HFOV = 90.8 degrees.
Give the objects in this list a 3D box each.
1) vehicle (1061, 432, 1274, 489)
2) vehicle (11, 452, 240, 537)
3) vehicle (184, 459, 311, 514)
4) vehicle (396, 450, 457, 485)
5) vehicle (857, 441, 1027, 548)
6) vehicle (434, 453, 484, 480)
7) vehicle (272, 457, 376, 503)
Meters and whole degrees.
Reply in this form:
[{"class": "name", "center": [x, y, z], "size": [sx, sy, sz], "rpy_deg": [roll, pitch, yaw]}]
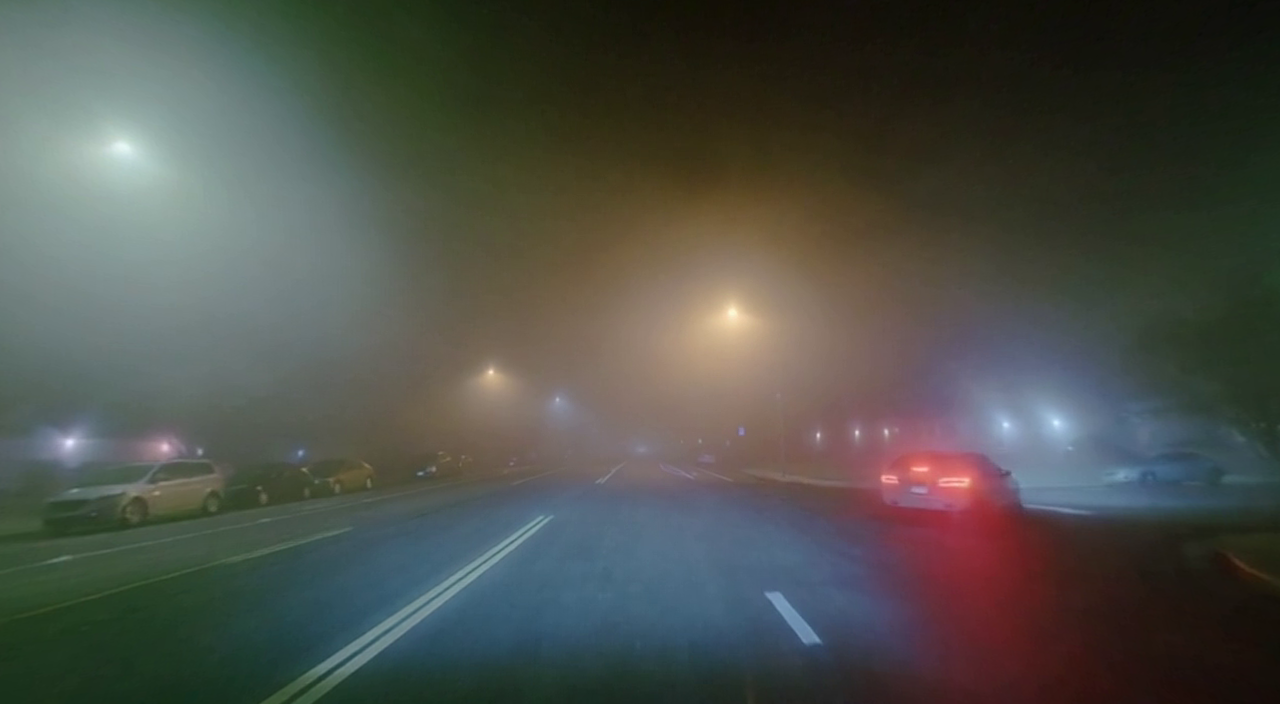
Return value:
[{"class": "vehicle", "center": [18.195, 3.768, 22.047], "size": [5.369, 1.857, 2.174], "rpy_deg": [0, -9, 1]}, {"class": "vehicle", "center": [-12.353, 3.384, 15.652], "size": [1.938, 1.754, 4.315], "rpy_deg": [0, -9, 1]}, {"class": "vehicle", "center": [-12.373, 4.234, 20.244], "size": [1.676, 1.496, 3.804], "rpy_deg": [0, -9, -1]}, {"class": "vehicle", "center": [-12.425, 6.694, 36.986], "size": [1.988, 1.741, 4.379], "rpy_deg": [-5, -9, 0]}, {"class": "vehicle", "center": [5.537, 2.349, 11.248], "size": [2.022, 1.471, 4.432], "rpy_deg": [-6, -10, 33]}, {"class": "vehicle", "center": [-11.898, 7.505, 41.778], "size": [1.872, 1.472, 4.719], "rpy_deg": [-4, -9, 0]}, {"class": "vehicle", "center": [-12.264, 4.952, 24.908], "size": [1.795, 1.472, 4.601], "rpy_deg": [-3, -9, -1]}]
